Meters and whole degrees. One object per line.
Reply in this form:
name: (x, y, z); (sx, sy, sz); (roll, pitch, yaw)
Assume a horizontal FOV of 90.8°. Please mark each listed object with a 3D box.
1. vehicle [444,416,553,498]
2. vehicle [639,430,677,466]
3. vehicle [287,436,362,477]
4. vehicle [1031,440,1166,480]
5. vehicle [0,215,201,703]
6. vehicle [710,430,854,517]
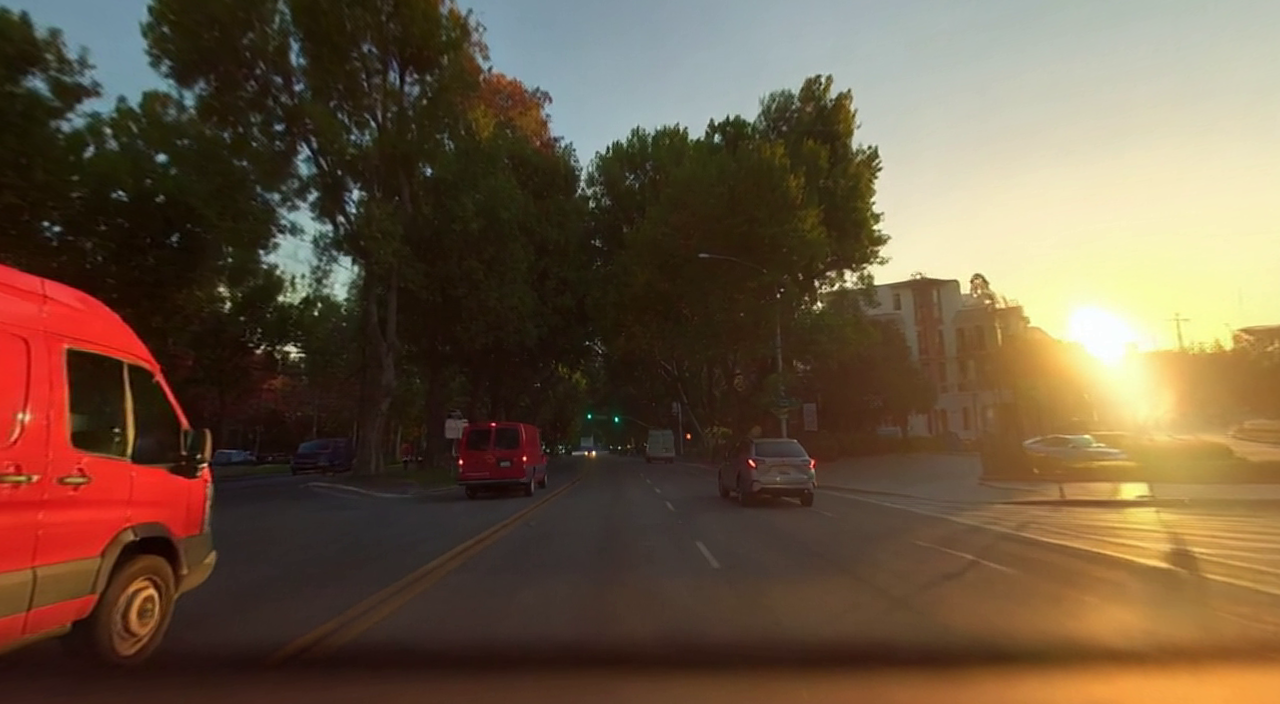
vehicle: (-4.222, 3.249, 19.765); (2.420, 2.227, 4.499); (0, -9, -1)
vehicle: (1.270, 7.229, 47.512); (2.397, 2.566, 5.324); (1, -9, -4)
vehicle: (-23.873, 7.908, 48.168); (2.408, 2.860, 6.627); (0, -9, -2)
vehicle: (18.366, 4.310, 25.401); (4.210, 1.480, 1.922); (1, -9, -11)
vehicle: (-3.420, 0.318, 0.342); (2.269, 2.190, 5.680); (1, -8, -1)
vehicle: (2.991, 2.699, 14.528); (2.087, 1.658, 4.612); (0, -9, -2)
